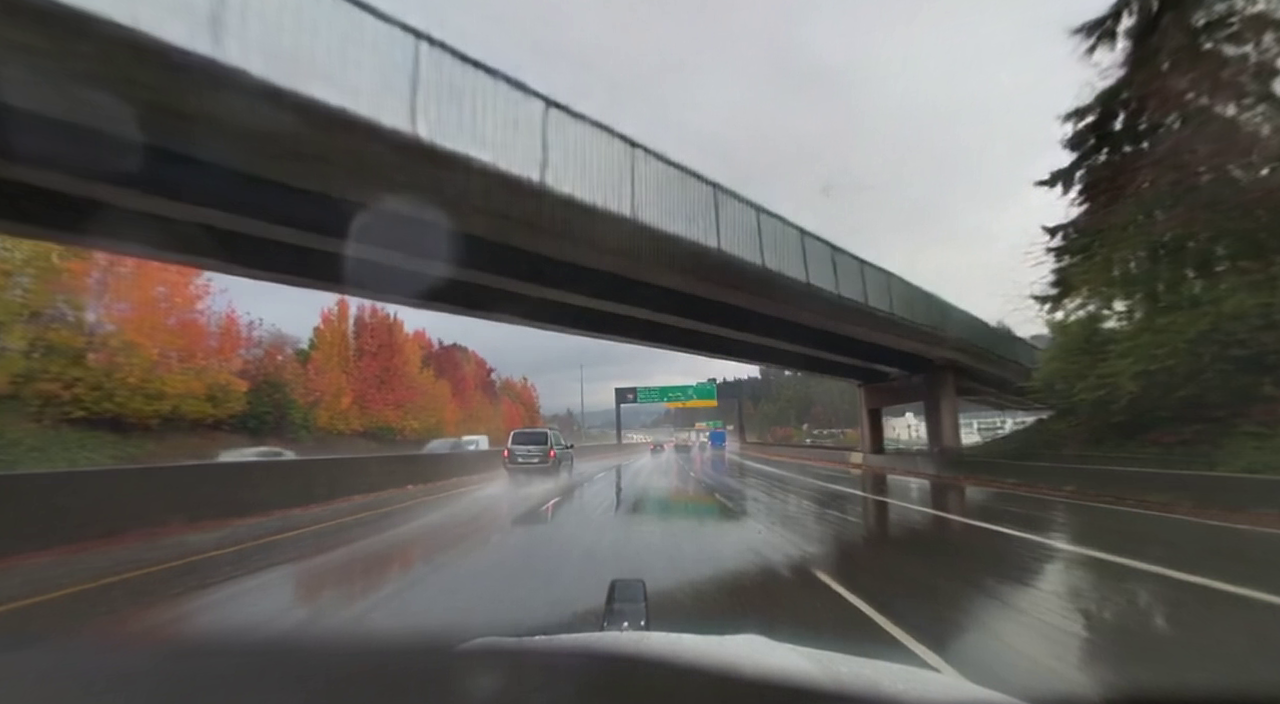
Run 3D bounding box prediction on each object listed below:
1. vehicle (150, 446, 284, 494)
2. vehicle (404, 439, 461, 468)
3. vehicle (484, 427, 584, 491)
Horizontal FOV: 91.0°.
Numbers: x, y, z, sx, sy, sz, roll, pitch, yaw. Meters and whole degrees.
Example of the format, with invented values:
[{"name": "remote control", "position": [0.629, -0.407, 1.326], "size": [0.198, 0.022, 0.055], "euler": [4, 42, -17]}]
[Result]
[{"name": "vehicle", "position": [-15.977, 4.450, 24.087], "size": [1.919, 1.613, 4.379], "euler": [-1, -8, 2]}, {"name": "vehicle", "position": [-14.775, 7.263, 45.114], "size": [2.177, 1.939, 4.990], "euler": [-1, -8, 3]}, {"name": "vehicle", "position": [-3.105, 3.246, 19.444], "size": [2.177, 1.707, 4.432], "euler": [0, -8, 2]}]
